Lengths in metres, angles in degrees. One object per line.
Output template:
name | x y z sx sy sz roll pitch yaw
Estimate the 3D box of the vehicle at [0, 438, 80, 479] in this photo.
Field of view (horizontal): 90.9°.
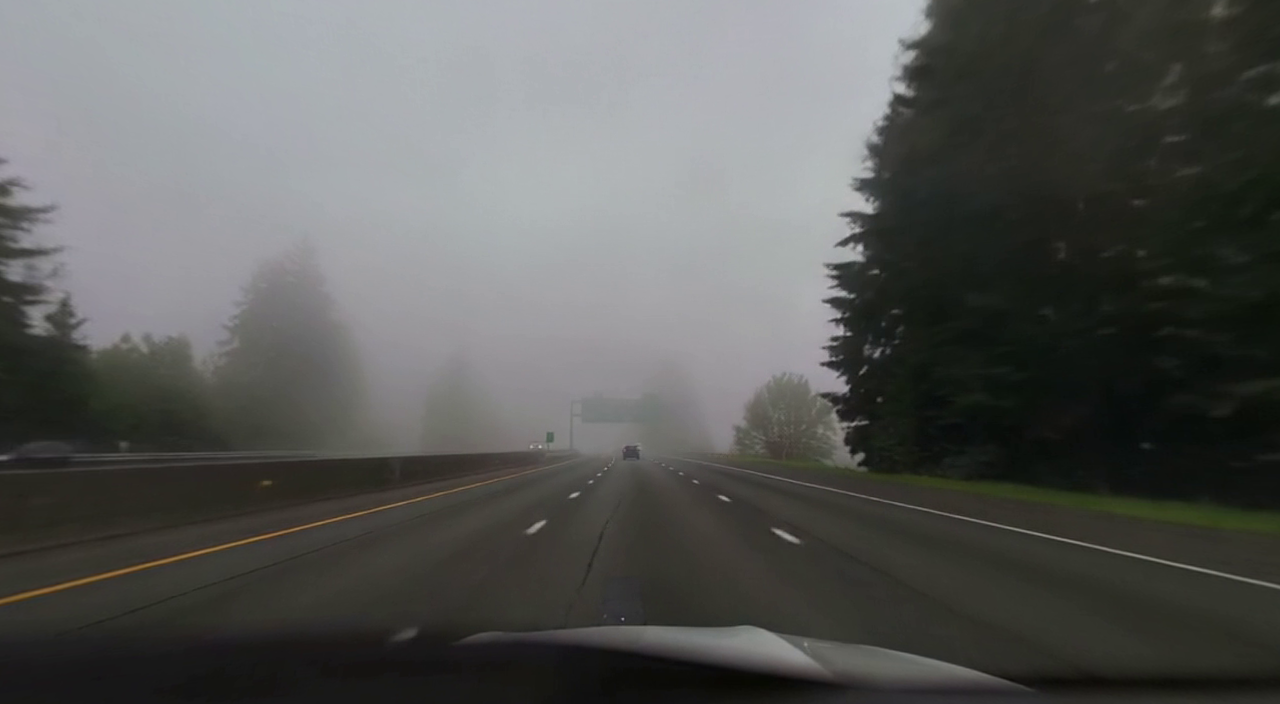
vehicle | -24.300 4.057 24.076 1.985 1.458 4.373 1 -9 -5
